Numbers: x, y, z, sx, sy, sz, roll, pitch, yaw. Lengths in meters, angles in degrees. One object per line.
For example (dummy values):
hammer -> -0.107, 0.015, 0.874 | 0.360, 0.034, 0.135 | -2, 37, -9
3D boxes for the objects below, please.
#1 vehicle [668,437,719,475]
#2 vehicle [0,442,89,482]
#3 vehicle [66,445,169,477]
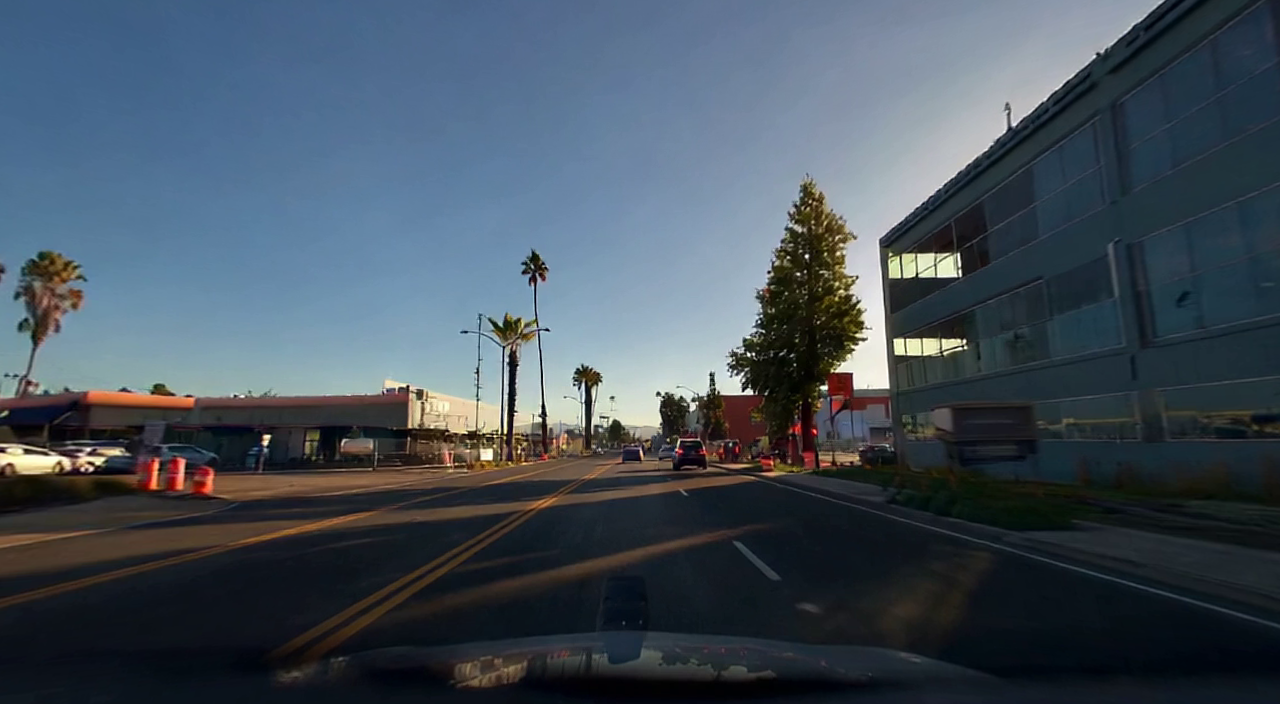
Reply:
vehicle -> 2.929, 5.847, 35.716 | 2.386, 1.970, 5.665 | 0, -8, 0
vehicle -> -25.390, 4.390, 25.188 | 4.663, 1.501, 1.909 | 6, -10, -37
vehicle -> -27.339, 5.693, 33.037 | 1.939, 1.500, 4.057 | 1, -8, -1
